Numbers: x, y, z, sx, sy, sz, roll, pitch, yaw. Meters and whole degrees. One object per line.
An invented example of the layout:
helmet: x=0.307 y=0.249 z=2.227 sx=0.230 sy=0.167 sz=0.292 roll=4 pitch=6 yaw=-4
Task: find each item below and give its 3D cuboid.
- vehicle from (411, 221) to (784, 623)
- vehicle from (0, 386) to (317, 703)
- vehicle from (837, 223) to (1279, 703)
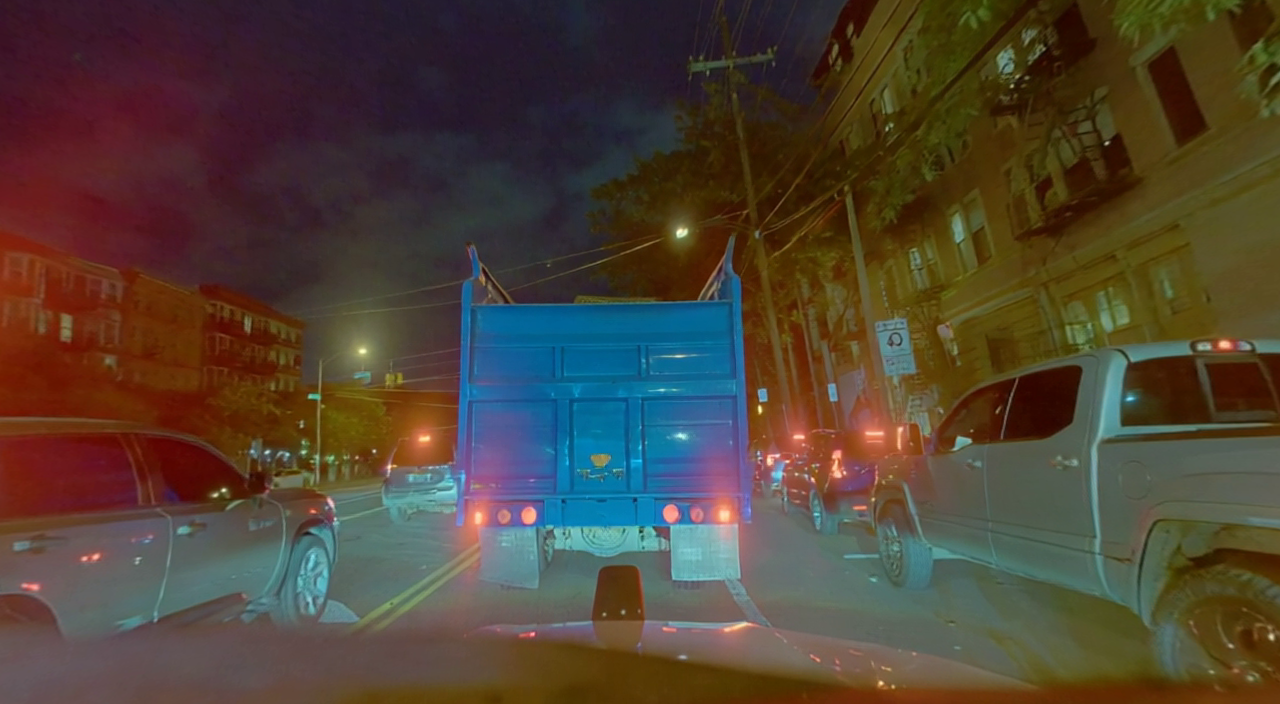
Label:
vehicle: x=-0.229 y=1.099 z=9.170 sx=2.878 sy=3.204 sz=8.244 roll=0 pitch=-8 yaw=2
vehicle: x=-4.121 y=1.107 z=3.770 sx=1.988 sy=1.657 sz=4.492 roll=0 pitch=-8 yaw=0
vehicle: x=3.237 y=0.844 z=3.869 sx=2.242 sy=1.979 sz=5.722 roll=0 pitch=-8 yaw=0
